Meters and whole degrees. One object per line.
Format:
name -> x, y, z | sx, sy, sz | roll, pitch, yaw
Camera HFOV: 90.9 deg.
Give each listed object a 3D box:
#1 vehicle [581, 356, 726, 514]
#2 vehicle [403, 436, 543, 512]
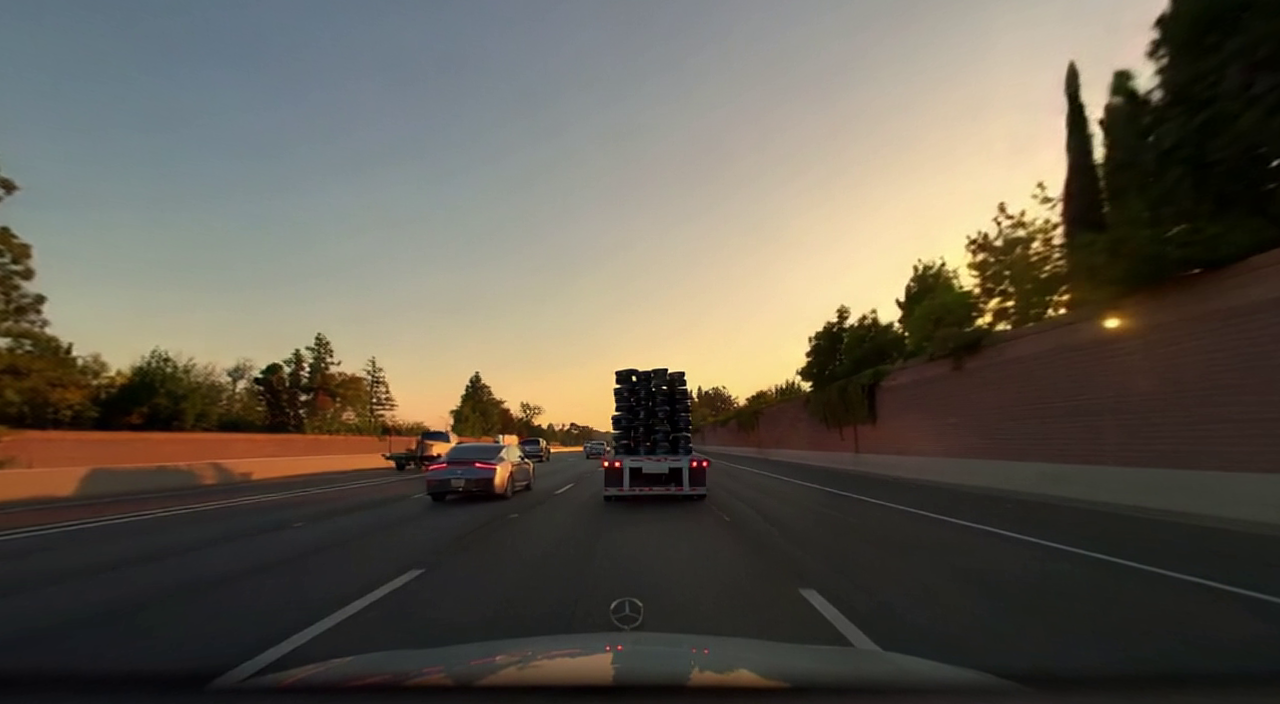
vehicle -> 0.305, 2.223, 16.607 | 2.798, 3.071, 8.412 | 0, -8, 1
vehicle -> -3.664, 2.758, 14.834 | 1.974, 1.475, 4.538 | 0, -8, 1
